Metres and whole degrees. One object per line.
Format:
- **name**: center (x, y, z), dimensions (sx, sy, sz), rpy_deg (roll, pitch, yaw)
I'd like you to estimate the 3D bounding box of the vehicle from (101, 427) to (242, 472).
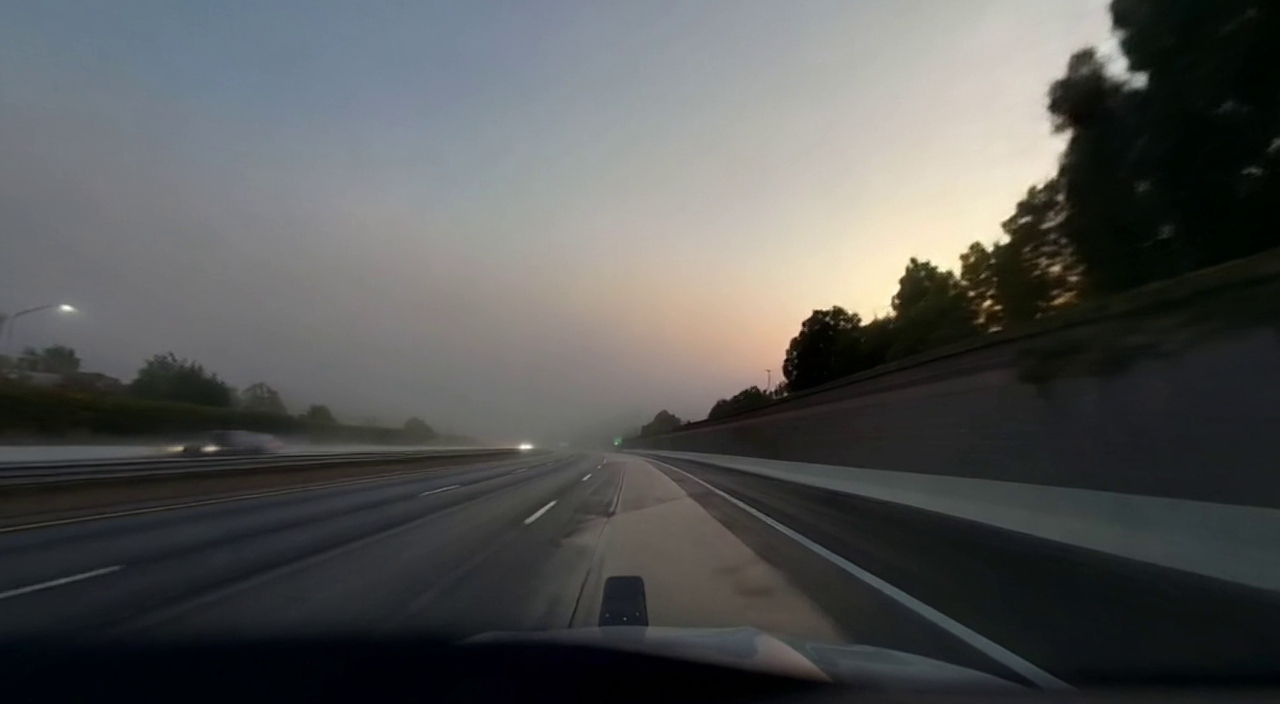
- **vehicle**: center (-17.469, 3.681, 23.739), dimensions (2.032, 1.520, 4.280), rpy_deg (0, -9, 0)
